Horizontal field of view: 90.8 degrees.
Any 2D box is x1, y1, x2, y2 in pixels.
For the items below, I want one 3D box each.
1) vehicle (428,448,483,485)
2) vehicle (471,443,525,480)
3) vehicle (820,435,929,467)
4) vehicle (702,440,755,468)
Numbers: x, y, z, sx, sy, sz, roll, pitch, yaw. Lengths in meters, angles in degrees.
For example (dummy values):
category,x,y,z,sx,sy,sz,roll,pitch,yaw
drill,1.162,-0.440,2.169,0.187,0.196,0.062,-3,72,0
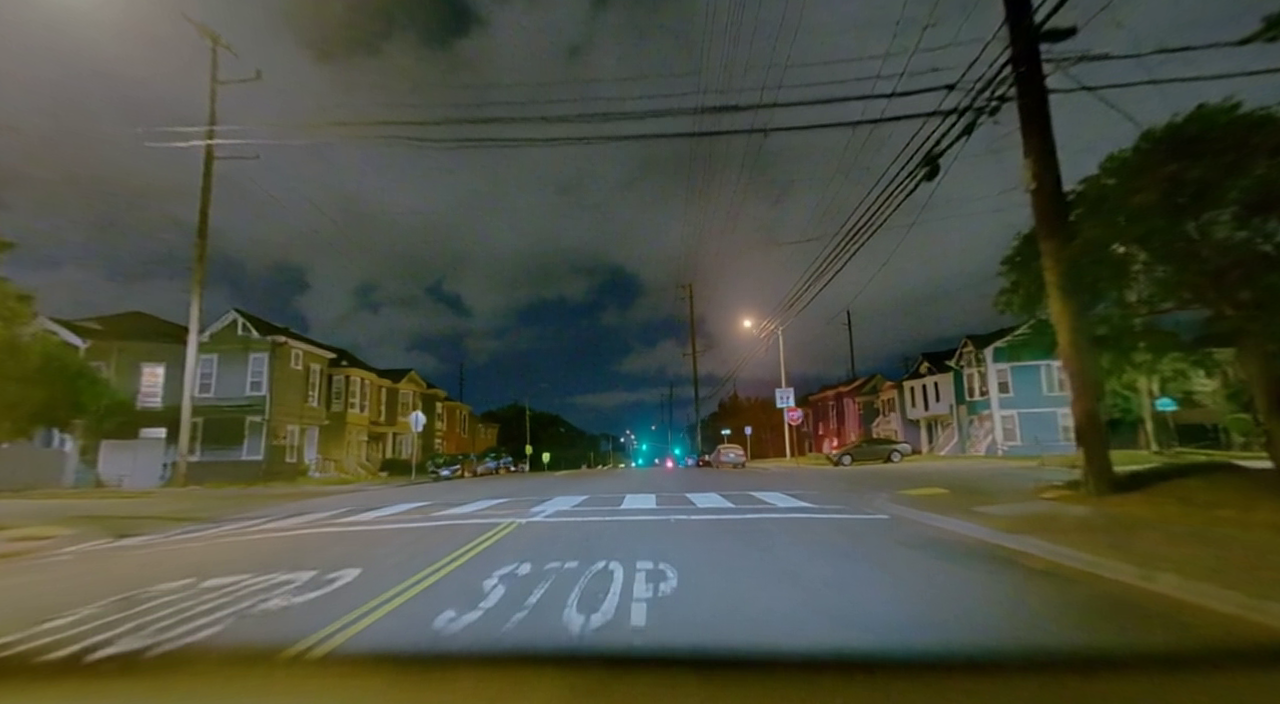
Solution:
category,x,y,z,sx,sy,sz,roll,pitch,yaw
vehicle,-9.952,6.169,34.402,1.900,1.683,4.486,-5,-8,-5
vehicle,-10.262,7.985,46.361,2.687,2.491,5.936,0,-9,-1
vehicle,10.950,4.634,29.692,4.336,1.424,1.954,1,-9,-10
vehicle,5.034,5.854,36.486,2.059,1.502,4.824,0,-9,-4
